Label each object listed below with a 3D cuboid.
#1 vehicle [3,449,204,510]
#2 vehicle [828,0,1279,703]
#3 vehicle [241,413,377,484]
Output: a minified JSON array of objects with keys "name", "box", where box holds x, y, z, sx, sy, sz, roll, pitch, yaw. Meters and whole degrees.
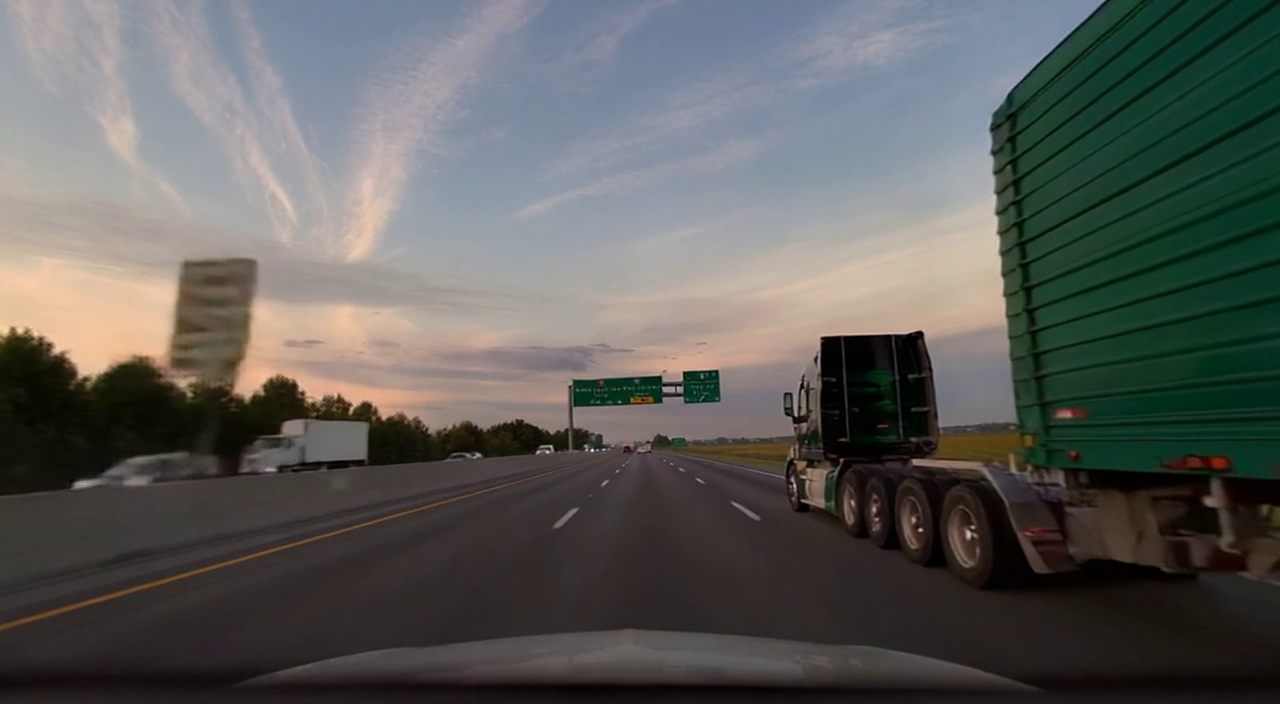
[{"name":"vehicle","box":[-14.622,3.467,17.577,1.869,1.464,4.207,0,-9,0]},{"name":"vehicle","box":[4.105,-0.377,1.923,3.060,4.100,13.141,0,-9,0]},{"name":"vehicle","box":[-19.223,5.752,37.549,2.933,3.652,9.374,0,-9,0]}]
